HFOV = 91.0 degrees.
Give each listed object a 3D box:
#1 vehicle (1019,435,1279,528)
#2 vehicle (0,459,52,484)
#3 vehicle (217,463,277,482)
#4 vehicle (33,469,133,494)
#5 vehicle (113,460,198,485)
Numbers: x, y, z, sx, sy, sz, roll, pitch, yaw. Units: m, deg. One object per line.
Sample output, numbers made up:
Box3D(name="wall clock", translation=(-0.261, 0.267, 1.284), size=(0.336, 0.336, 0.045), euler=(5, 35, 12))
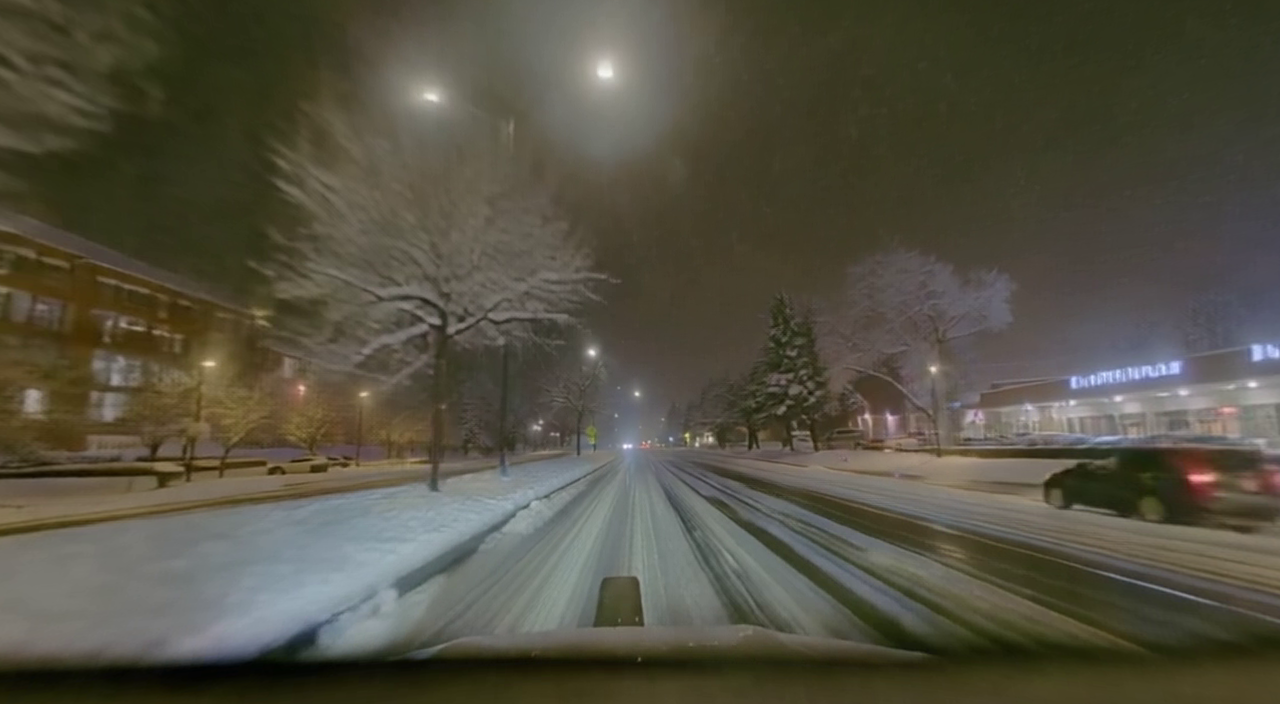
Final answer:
Box3D(name="vehicle", translation=(10.202, 2.515, 12.907), size=(2.013, 1.551, 4.460), euler=(0, -8, -1))
Box3D(name="vehicle", translation=(-41.974, 7.912, 41.767), size=(4.116, 1.533, 1.762), euler=(0, -8, 1))
Box3D(name="vehicle", translation=(-29.412, 9.038, 47.180), size=(3.322, 1.358, 1.617), euler=(1, -9, -2))
Box3D(name="vehicle", translation=(-29.251, 6.803, 33.117), size=(3.665, 1.181, 1.651), euler=(0, -9, 0))
Box3D(name="vehicle", translation=(-29.800, 7.430, 38.776), size=(3.506, 1.452, 2.035), euler=(0, -9, 1))
